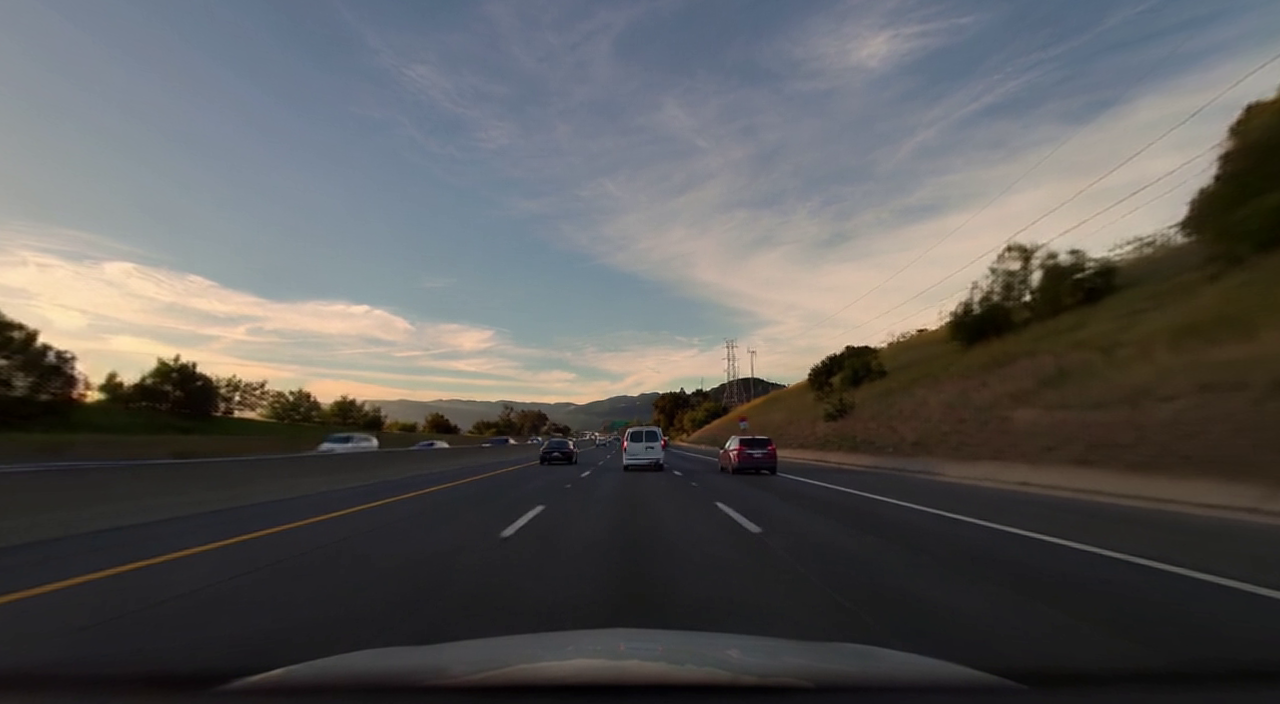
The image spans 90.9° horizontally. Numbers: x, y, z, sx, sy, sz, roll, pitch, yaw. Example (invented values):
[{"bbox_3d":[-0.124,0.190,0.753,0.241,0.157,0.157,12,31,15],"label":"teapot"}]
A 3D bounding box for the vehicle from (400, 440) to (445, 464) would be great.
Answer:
[{"bbox_3d":[-14.885,6.837,43.297,1.806,1.476,3.868,0,-8,-2],"label":"vehicle"}]

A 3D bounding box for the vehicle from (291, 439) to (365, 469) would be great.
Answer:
[{"bbox_3d":[-18.789,6.127,38.224,2.050,1.716,4.775,0,-8,-1],"label":"vehicle"}]

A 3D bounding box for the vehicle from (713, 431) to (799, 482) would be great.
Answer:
[{"bbox_3d":[3.889,3.556,21.937,1.923,1.562,4.691,0,-8,-2],"label":"vehicle"}]

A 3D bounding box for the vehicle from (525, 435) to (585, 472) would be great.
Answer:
[{"bbox_3d":[-3.756,4.541,28.601,2.093,1.517,4.648,0,-8,0],"label":"vehicle"}]

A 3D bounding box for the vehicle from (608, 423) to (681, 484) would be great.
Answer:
[{"bbox_3d":[0.088,3.320,21.019,2.159,1.811,4.238,0,-8,-1],"label":"vehicle"}]
